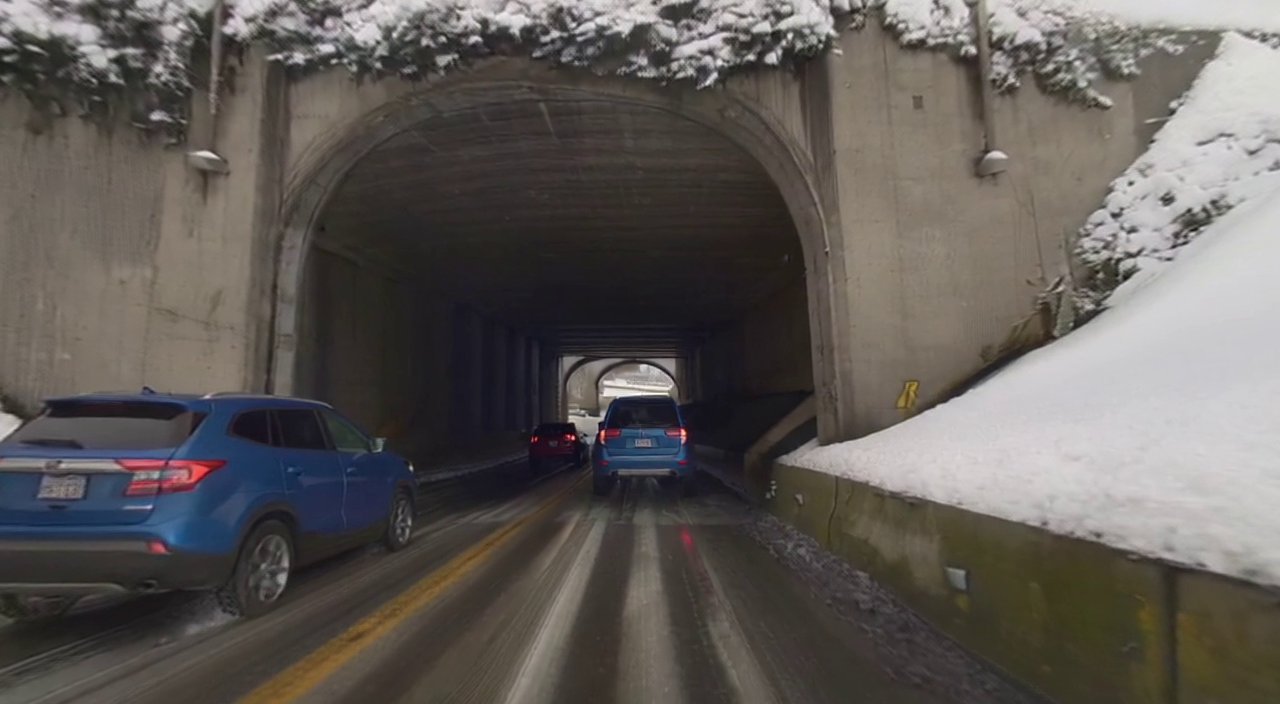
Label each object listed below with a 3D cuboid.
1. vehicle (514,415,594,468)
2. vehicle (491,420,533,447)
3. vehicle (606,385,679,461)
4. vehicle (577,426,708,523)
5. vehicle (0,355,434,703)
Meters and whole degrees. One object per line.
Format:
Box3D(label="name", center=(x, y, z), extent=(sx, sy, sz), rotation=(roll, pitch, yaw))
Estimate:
Box3D(label="vehicle", center=(-3.386, 3.751, 26.285), extent=(2.329, 1.948, 5.800), rotation=(-1, -8, 2))
Box3D(label="vehicle", center=(-8.917, 5.724, 44.138), extent=(2.079, 1.766, 4.079), rotation=(0, -8, 0))
Box3D(label="vehicle", center=(0.115, 3.579, 30.456), extent=(2.948, 3.096, 9.492), rotation=(0, -8, 0))
Box3D(label="vehicle", center=(-0.003, 2.203, 11.863), extent=(2.020, 1.478, 4.092), rotation=(0, -8, -1))
Box3D(label="vehicle", center=(-3.581, 1.227, 5.439), extent=(2.017, 1.761, 4.572), rotation=(0, -8, 1))
